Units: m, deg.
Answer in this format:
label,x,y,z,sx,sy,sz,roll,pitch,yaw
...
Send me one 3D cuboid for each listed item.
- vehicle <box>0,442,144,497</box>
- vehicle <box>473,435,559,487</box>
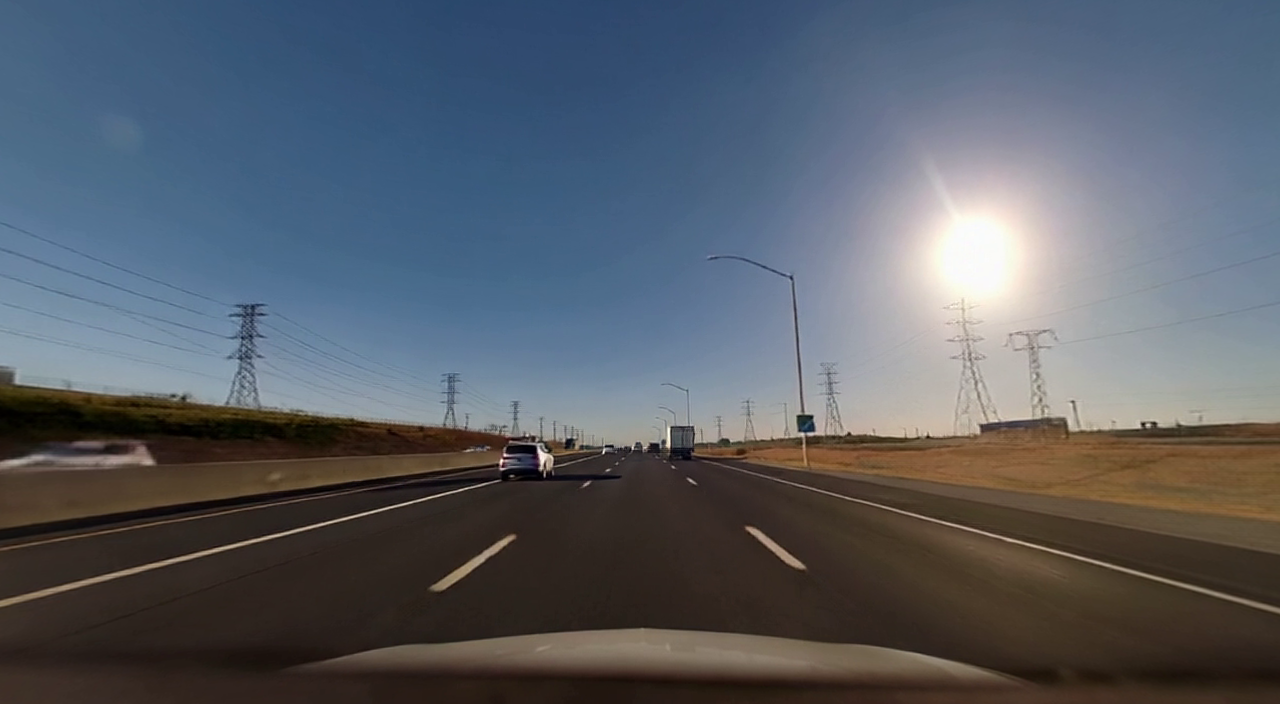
label,x,y,z,sx,sy,sz,roll,pitch,yaw
vehicle,-19.120,3.758,20.622,1.926,1.571,4.680,0,-8,1
vehicle,-4.275,3.837,22.516,2.064,1.642,4.389,0,-8,1
